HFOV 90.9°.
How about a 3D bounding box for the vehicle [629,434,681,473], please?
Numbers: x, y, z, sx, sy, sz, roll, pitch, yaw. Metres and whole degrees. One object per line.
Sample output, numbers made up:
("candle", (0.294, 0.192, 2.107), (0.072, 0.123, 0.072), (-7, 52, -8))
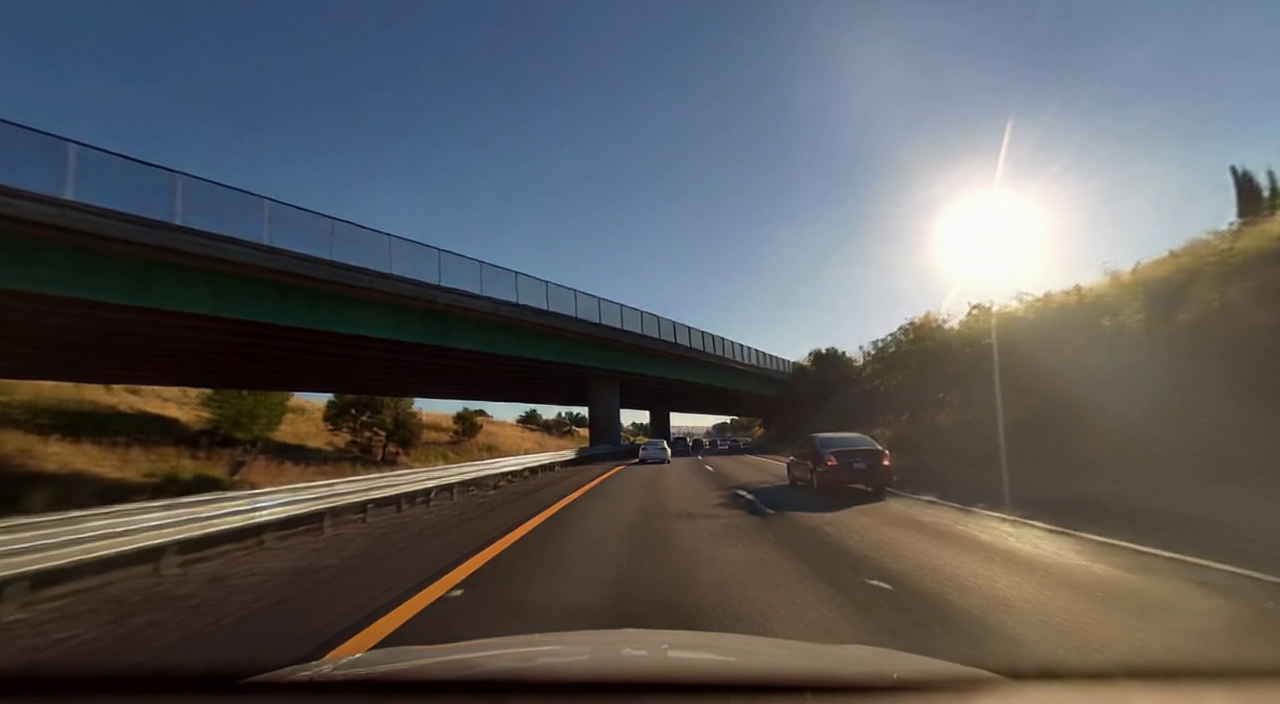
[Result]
("vehicle", (0.659, 4.162, 26.026), (1.993, 1.461, 3.812), (-1, -8, 3))

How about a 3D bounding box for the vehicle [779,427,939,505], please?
("vehicle", (4.704, 2.526, 14.408), (2.163, 1.489, 4.470), (0, -8, 2))
